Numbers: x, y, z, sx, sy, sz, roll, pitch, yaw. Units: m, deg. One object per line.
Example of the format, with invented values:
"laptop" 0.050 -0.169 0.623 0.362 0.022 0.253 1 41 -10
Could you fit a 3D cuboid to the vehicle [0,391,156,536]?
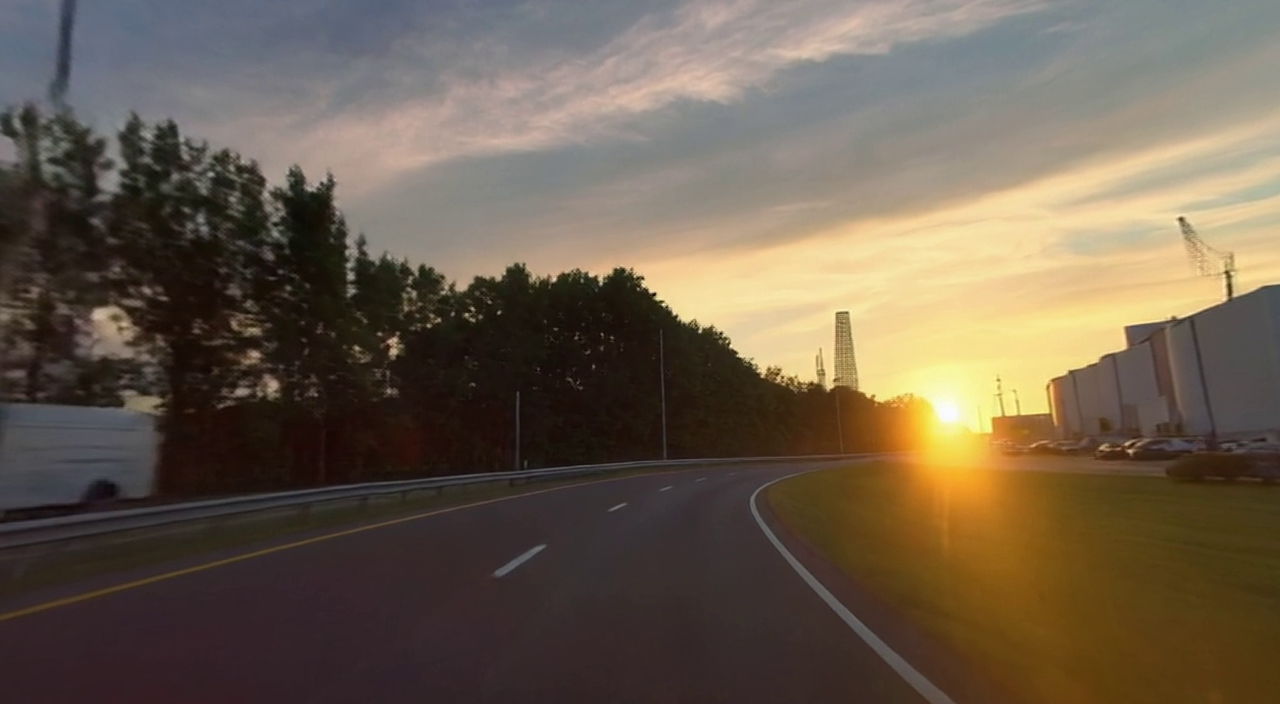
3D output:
"vehicle" -12.934 2.100 11.848 2.396 2.635 5.921 -1 -9 5
